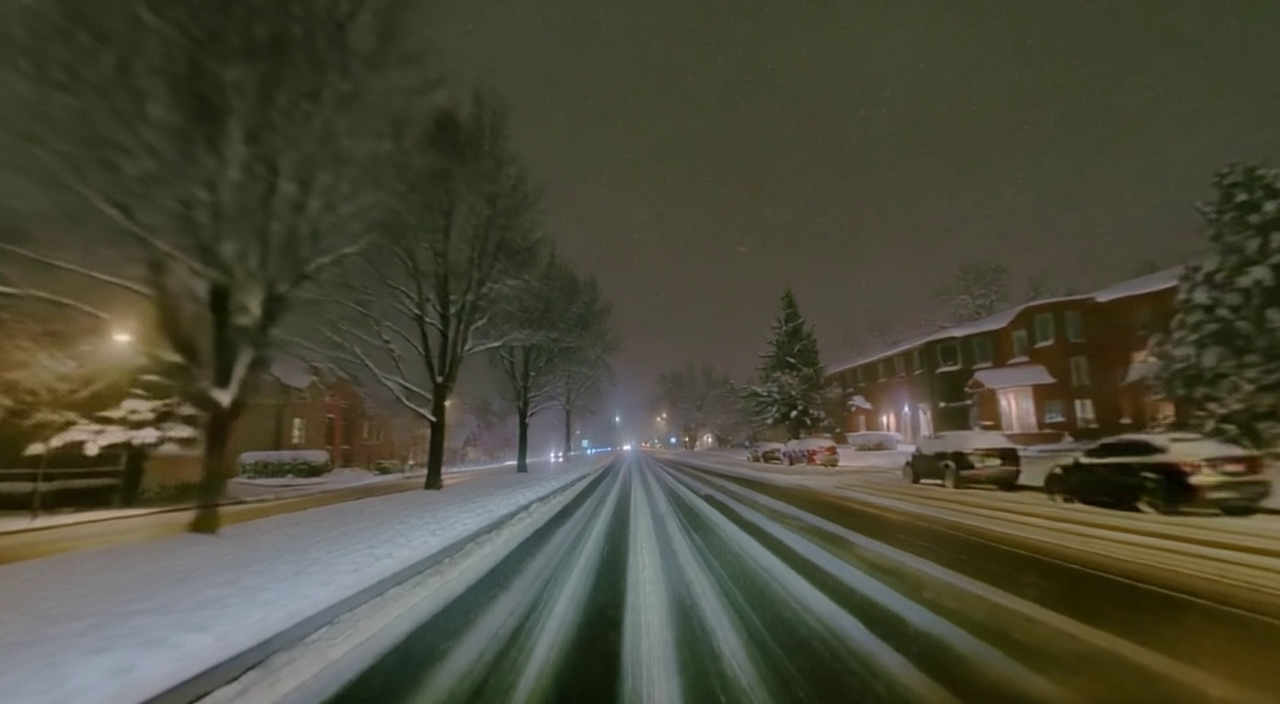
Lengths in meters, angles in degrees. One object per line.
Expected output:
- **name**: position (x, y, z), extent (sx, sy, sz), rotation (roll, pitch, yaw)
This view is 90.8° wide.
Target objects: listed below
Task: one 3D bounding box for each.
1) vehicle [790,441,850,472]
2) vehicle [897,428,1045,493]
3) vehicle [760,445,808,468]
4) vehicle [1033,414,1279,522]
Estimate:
- **vehicle**: position (9.792, 5.714, 34.768), extent (1.970, 1.610, 4.247), rotation (0, -9, -1)
- **vehicle**: position (9.866, 3.271, 19.365), extent (2.037, 1.732, 4.530), rotation (0, -9, 0)
- **vehicle**: position (9.562, 6.961, 42.268), extent (1.930, 1.453, 4.665), rotation (0, -9, -2)
- **vehicle**: position (9.948, 2.137, 12.059), extent (1.984, 1.672, 4.262), rotation (0, -9, -2)
